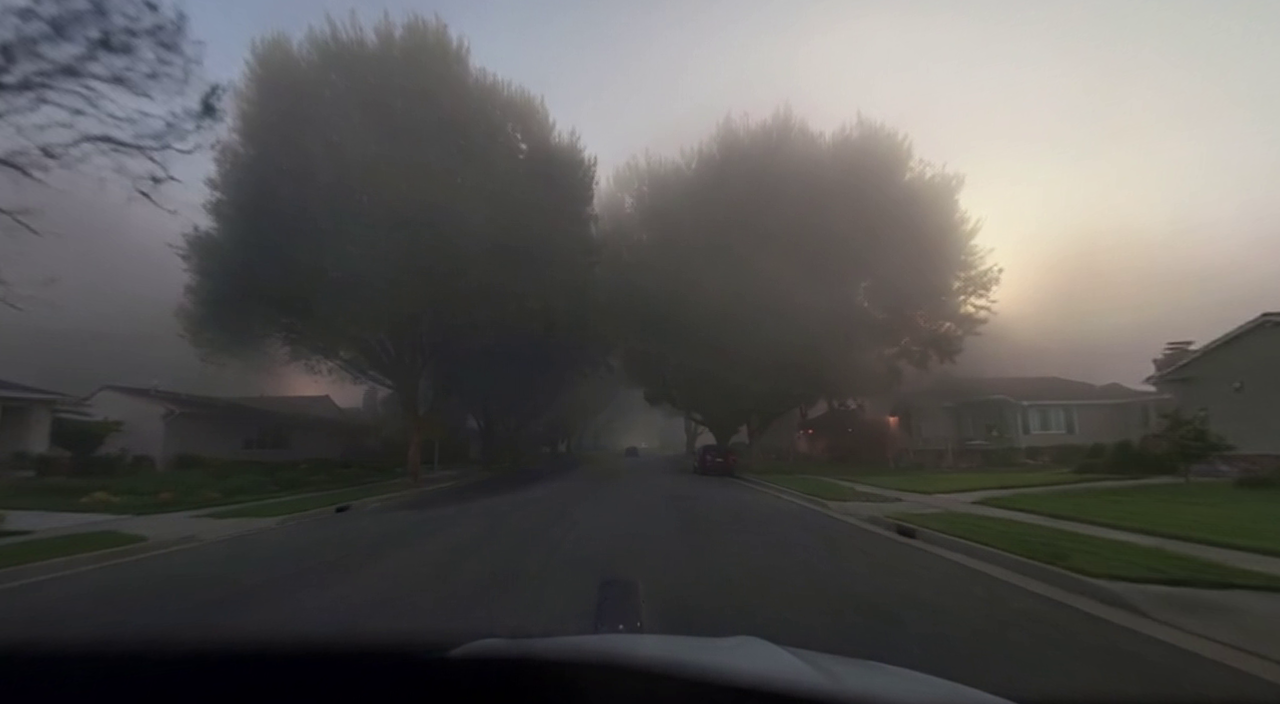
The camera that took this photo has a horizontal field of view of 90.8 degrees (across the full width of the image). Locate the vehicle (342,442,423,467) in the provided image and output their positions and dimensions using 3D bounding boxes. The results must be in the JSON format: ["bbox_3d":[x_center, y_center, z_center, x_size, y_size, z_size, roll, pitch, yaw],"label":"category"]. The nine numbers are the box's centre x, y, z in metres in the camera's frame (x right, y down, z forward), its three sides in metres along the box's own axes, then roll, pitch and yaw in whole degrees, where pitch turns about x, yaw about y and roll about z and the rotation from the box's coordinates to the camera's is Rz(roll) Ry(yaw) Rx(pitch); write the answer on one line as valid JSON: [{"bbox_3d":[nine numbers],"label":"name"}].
[{"bbox_3d":[-17.261,6.864,42.577,4.607,1.573,2.058,0,-8,-5],"label":"vehicle"}]

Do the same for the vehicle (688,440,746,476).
[{"bbox_3d":[3.630,5.143,30.847,2.136,1.596,4.790,0,-9,-1],"label":"vehicle"}]
